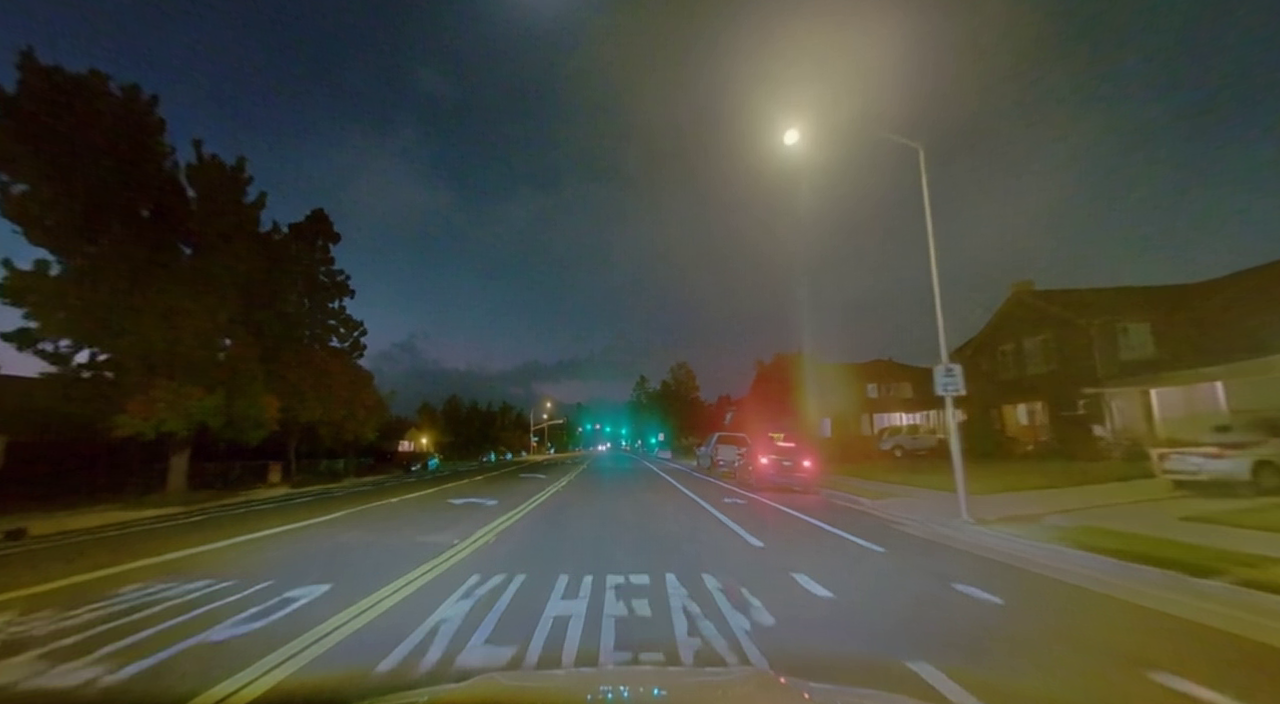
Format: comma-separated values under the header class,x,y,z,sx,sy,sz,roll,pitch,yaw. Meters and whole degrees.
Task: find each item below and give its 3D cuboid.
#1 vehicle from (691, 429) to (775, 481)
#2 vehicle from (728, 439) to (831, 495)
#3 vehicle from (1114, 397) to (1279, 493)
class,x,y,z,sx,sy,sz,roll,pitch,yaw
vehicle,3.590,4.153,25.758,2.293,1.858,5.868,0,-8,-2
vehicle,4.045,3.403,19.097,1.919,1.474,4.370,0,-8,-3
vehicle,11.505,1.685,11.463,4.492,1.619,1.849,-7,-11,37
